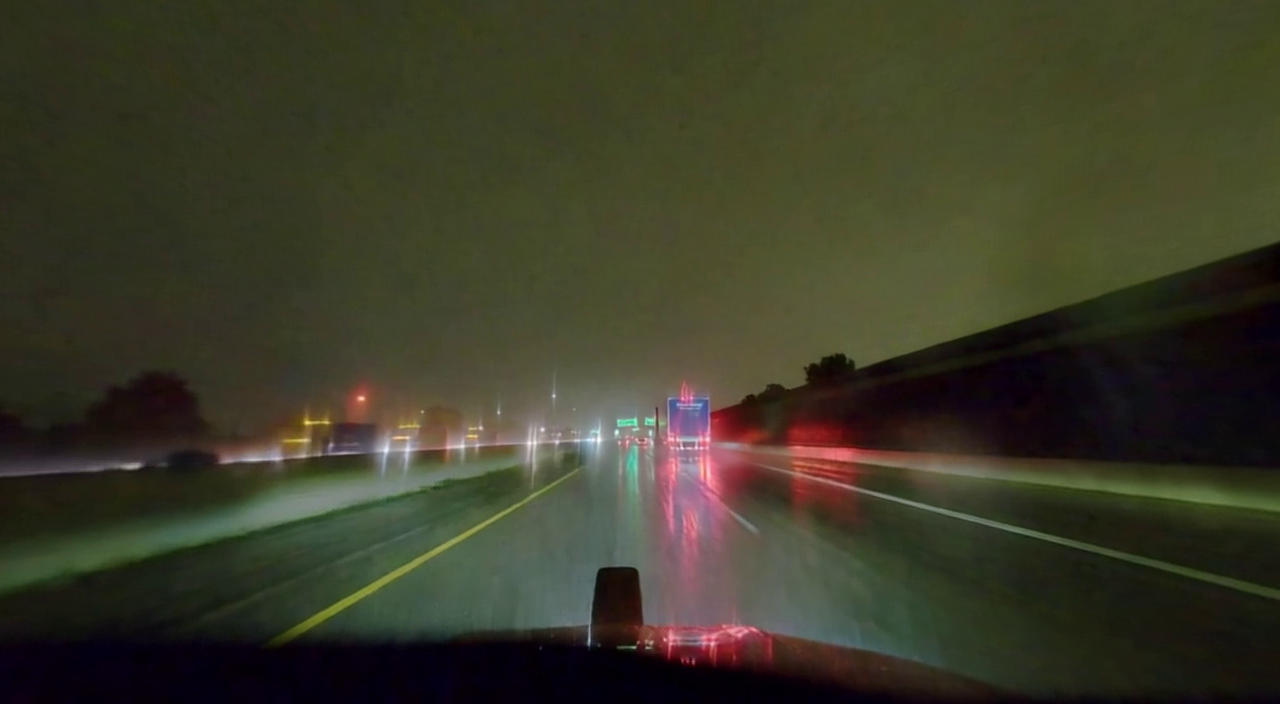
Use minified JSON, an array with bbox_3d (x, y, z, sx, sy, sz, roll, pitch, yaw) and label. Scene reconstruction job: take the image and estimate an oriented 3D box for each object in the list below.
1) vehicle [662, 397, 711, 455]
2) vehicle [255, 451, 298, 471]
[{"bbox_3d":[3.275,5.572,46.603,2.888,3.866,8.380,0,-8,-1],"label":"vehicle"},{"bbox_3d":[-28.356,8.500,49.202,1.833,1.425,4.295,2,-8,-16],"label":"vehicle"}]
